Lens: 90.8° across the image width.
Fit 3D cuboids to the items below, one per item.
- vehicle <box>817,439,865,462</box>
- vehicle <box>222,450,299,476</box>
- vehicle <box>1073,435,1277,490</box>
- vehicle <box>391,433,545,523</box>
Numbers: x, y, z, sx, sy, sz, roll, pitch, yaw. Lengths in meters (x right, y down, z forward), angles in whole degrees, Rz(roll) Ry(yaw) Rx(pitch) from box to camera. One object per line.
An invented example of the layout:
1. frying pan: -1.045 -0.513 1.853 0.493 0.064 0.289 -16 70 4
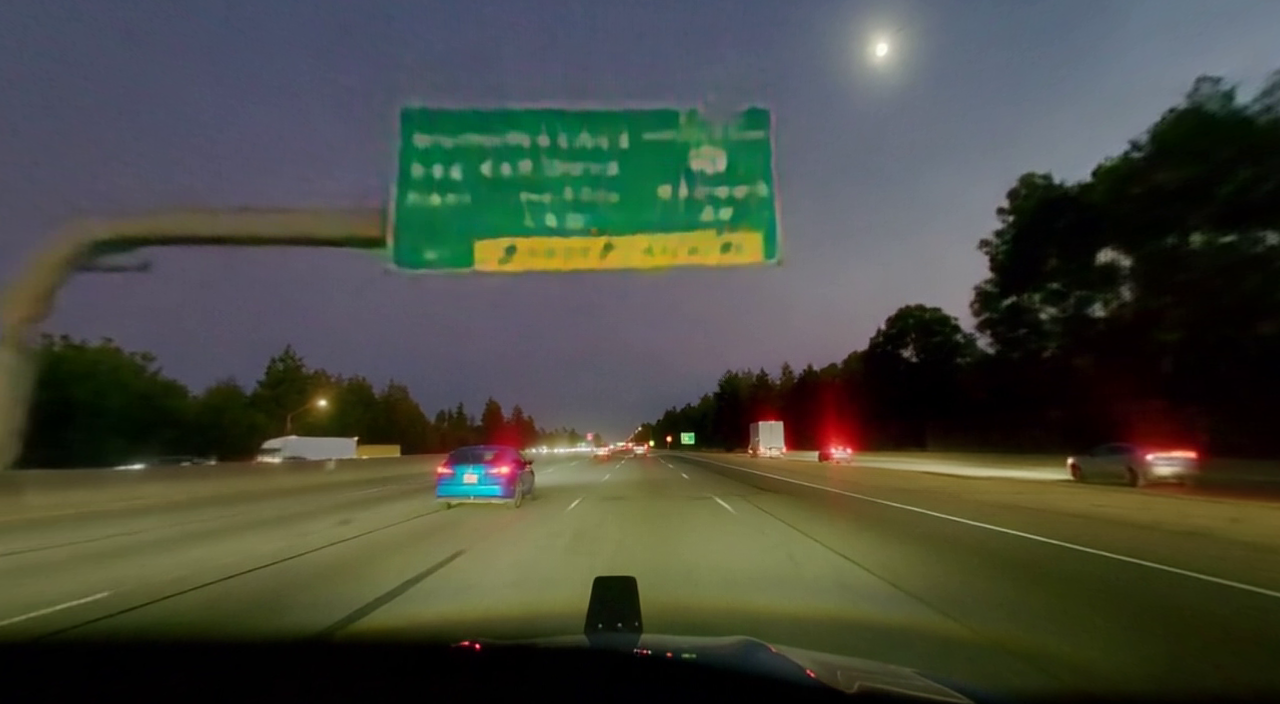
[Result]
1. vehicle: 15.842 7.790 49.952 2.081 1.707 4.756 0 -9 -2
2. vehicle: -24.516 7.164 41.053 1.925 1.612 4.852 0 -9 0
3. vehicle: 15.965 3.325 19.331 1.873 1.463 4.937 0 -9 -1
4. vehicle: -3.306 2.525 13.142 2.020 1.554 4.137 0 -9 0
